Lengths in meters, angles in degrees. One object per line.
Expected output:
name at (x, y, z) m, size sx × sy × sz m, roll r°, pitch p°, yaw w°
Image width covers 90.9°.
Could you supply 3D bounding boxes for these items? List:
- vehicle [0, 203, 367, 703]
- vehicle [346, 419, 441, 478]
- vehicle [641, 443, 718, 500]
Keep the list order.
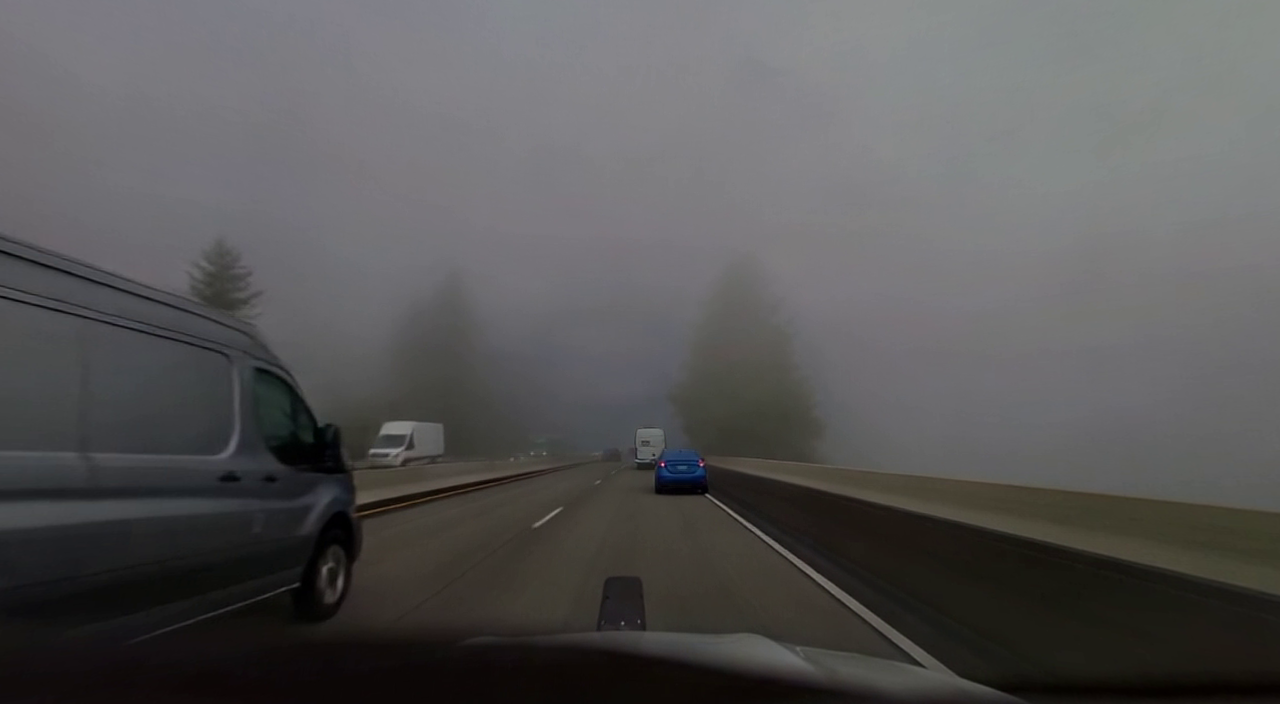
vehicle at (-3.085, 0.579, 1.996) m, size 2.217 × 2.033 × 4.975 m, roll 0°, pitch -9°, yaw 0°
vehicle at (-16.835, 6.714, 43.803) m, size 2.942 × 3.682 × 8.180 m, roll 0°, pitch -9°, yaw 2°
vehicle at (1.045, 3.458, 18.594) m, size 2.012 × 1.485 × 3.649 m, roll 0°, pitch -9°, yaw 0°
